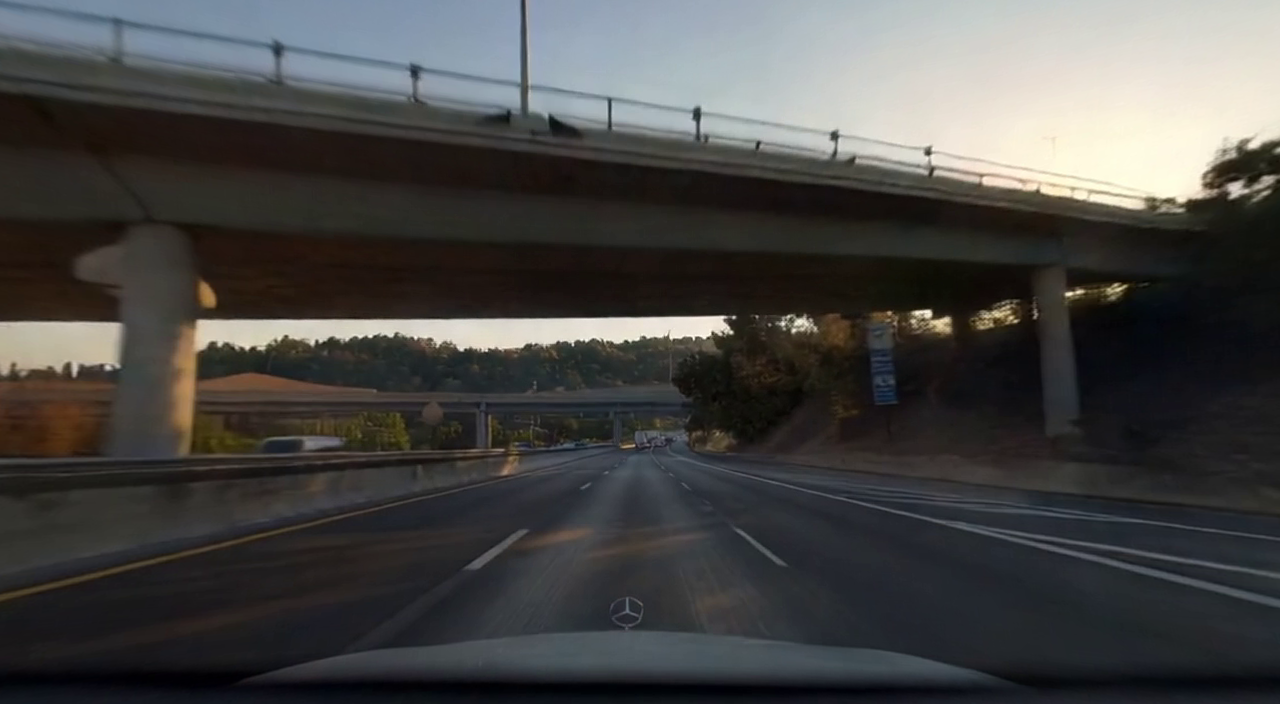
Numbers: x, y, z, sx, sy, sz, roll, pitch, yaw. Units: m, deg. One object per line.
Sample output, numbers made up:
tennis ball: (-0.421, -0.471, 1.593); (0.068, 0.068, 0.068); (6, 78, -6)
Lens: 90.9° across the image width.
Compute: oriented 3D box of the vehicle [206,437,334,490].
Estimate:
vehicle: (-15.318, 4.639, 26.542); (2.076, 1.976, 5.353); (0, -9, 0)

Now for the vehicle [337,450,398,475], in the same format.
vehicle: (-18.304, 7.413, 42.521); (2.062, 1.516, 4.761); (0, -9, -1)
